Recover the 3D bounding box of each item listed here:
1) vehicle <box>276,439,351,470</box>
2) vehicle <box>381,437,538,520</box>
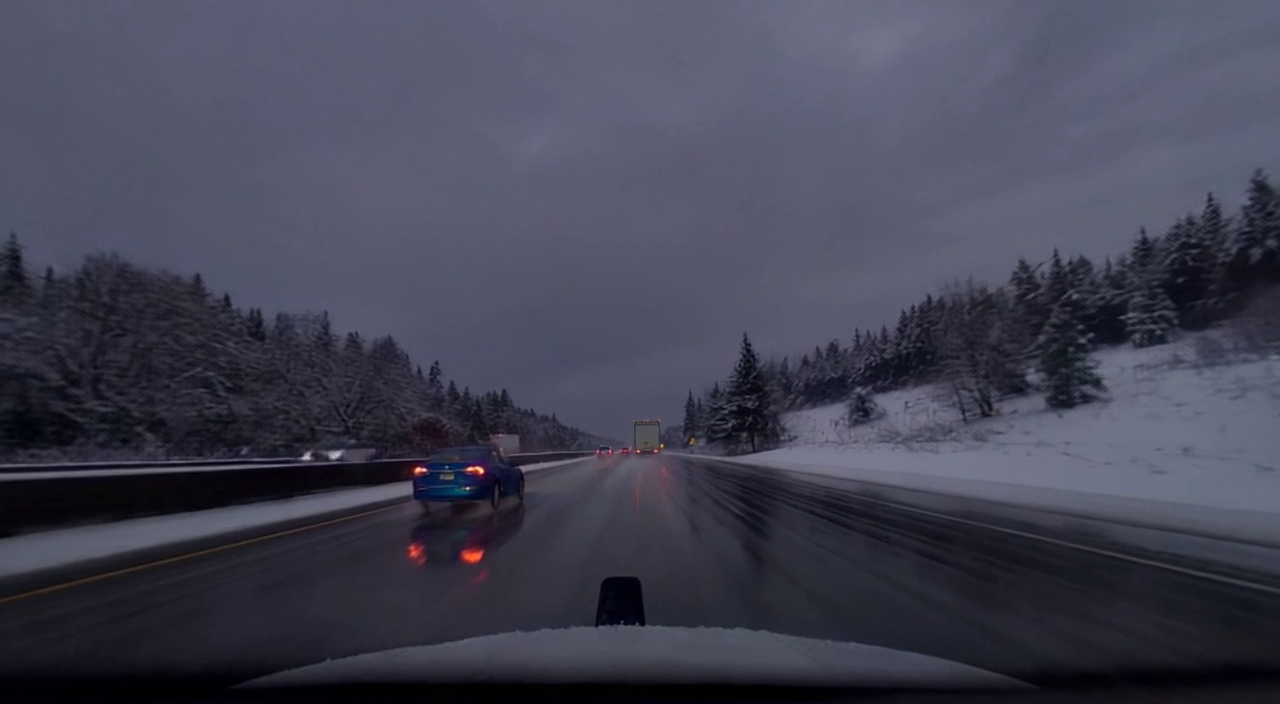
[{"bbox_3d":[-16.921,5.340,32.943,1.741,1.462,3.887,-1,-9,1],"label":"vehicle"},{"bbox_3d":[-3.801,2.772,14.378,1.999,1.533,4.870,-1,-9,2],"label":"vehicle"}]
